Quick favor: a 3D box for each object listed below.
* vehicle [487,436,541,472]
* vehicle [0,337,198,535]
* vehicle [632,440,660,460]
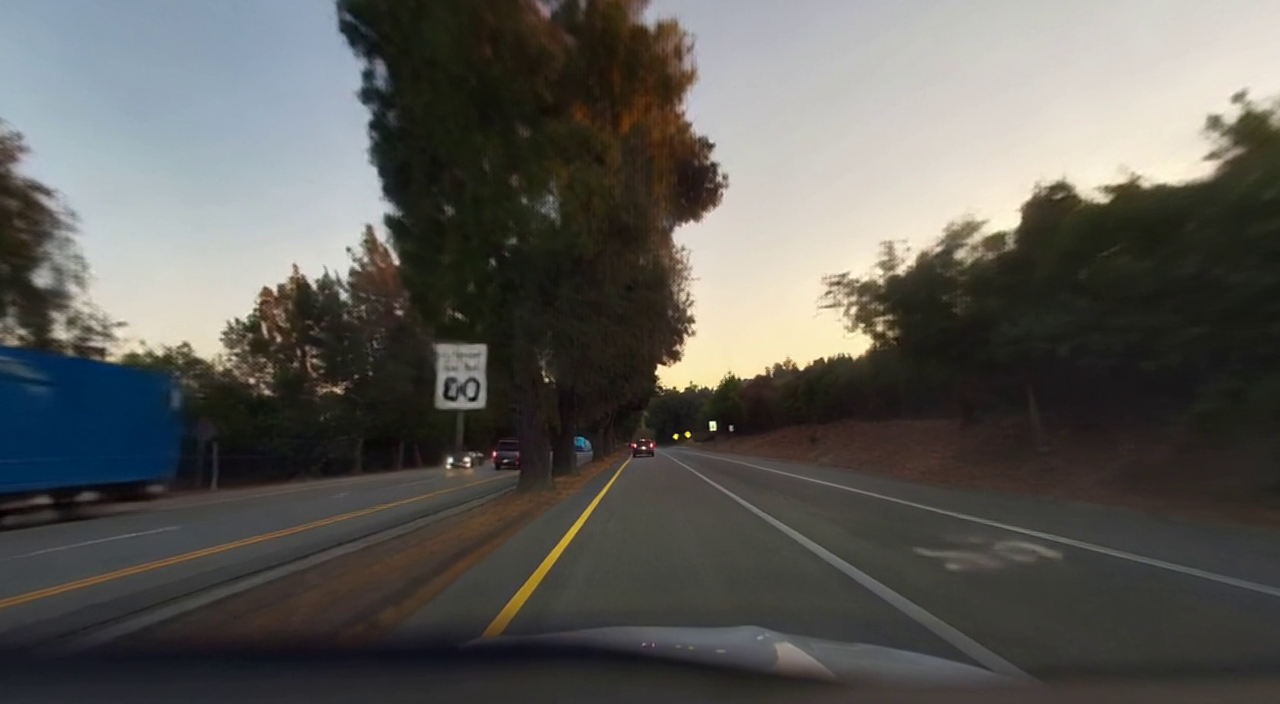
[{"bbox_3d":[-6.993,5.691,35.422,2.068,1.897,4.372,0,-8,1],"label":"vehicle"},{"bbox_3d":[-14.823,1.641,12.358,2.905,4.091,12.827,0,-8,0],"label":"vehicle"},{"bbox_3d":[0.446,7.745,49.841,2.061,1.469,3.782,0,-8,0],"label":"vehicle"}]
